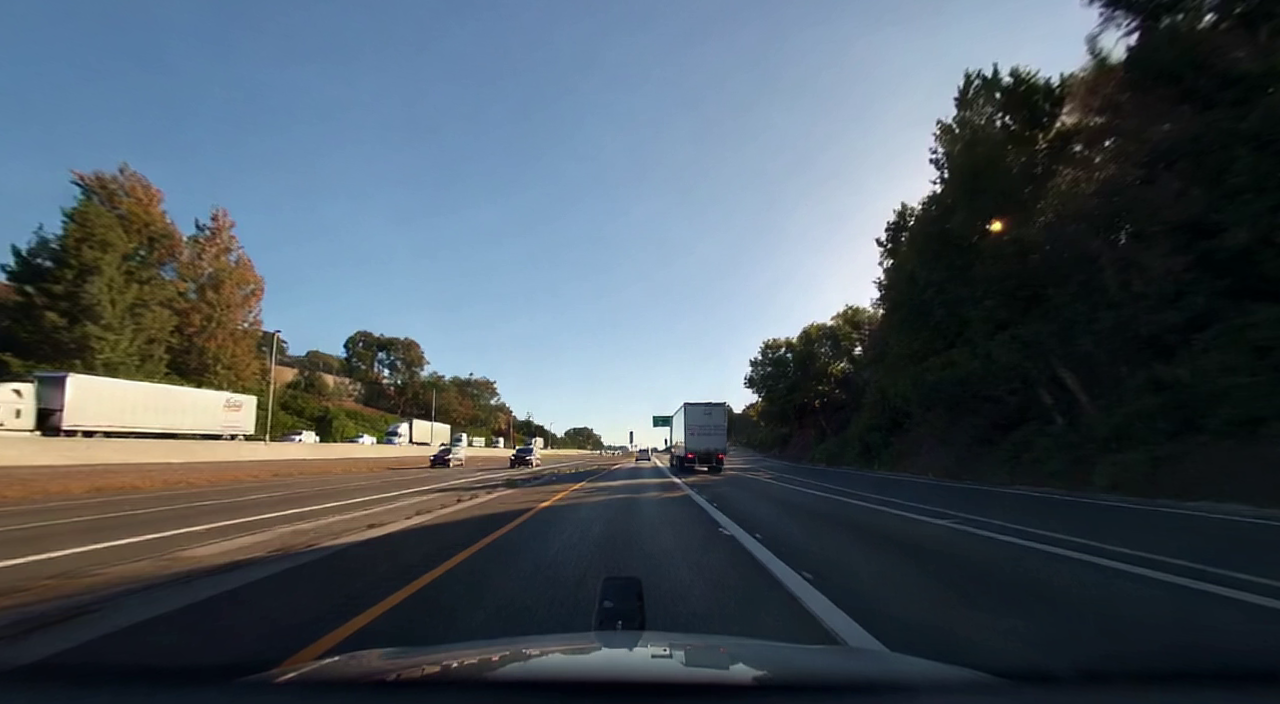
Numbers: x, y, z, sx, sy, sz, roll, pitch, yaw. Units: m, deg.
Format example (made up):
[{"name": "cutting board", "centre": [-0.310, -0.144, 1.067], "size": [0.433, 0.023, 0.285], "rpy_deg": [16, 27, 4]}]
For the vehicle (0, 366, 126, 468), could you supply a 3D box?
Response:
[{"name": "vehicle", "centre": [-26.099, 2.868, 26.558], "size": [3.112, 3.890, 6.296], "rpy_deg": [0, -9, 0]}]

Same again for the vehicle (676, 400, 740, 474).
[{"name": "vehicle", "centre": [4.188, 5.765, 42.004], "size": [3.185, 4.154, 12.638], "rpy_deg": [-1, -9, 1]}]

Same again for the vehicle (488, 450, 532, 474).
[{"name": "vehicle", "centre": [-8.643, 7.330, 42.112], "size": [1.867, 1.438, 4.553], "rpy_deg": [-1, -9, 2]}]

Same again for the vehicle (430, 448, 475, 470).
[{"name": "vehicle", "centre": [-13.805, 7.880, 46.458], "size": [1.908, 1.476, 4.302], "rpy_deg": [-1, -9, 2]}]
